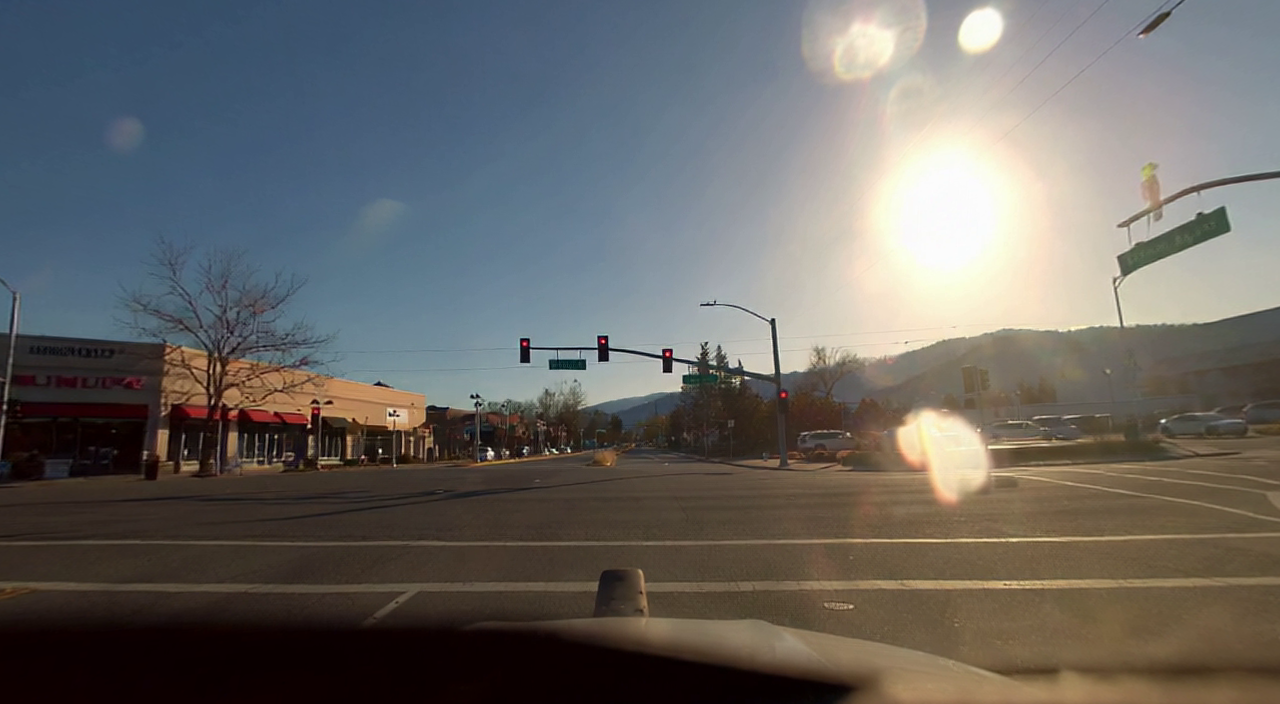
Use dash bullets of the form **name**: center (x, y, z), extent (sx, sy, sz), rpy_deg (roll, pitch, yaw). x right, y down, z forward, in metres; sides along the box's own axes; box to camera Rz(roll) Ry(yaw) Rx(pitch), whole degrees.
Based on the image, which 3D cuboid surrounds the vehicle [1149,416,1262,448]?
- **vehicle**: center (28.270, 4.070, 31.714), extent (1.799, 1.459, 4.266), rpy_deg (-1, -8, 3)
